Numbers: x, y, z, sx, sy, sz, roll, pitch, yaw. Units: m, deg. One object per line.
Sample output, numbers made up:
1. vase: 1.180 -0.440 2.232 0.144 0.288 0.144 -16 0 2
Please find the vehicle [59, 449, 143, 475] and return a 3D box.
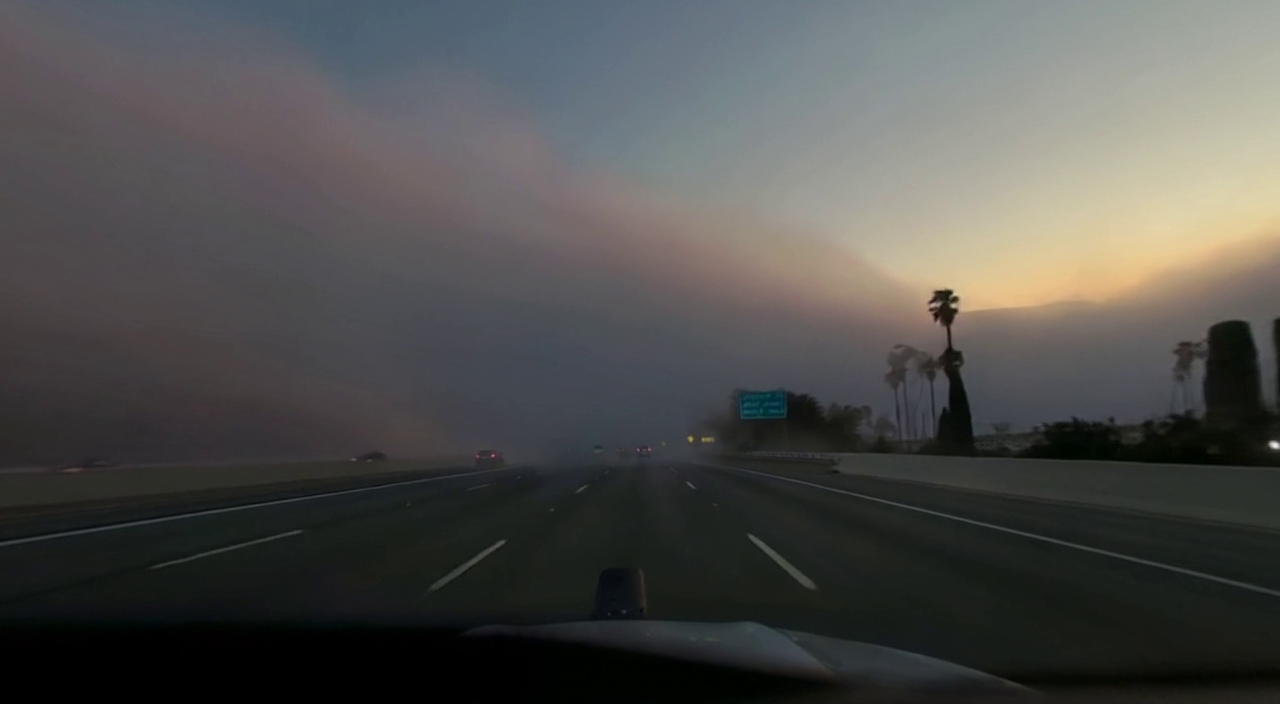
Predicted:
1. vehicle: -34.708 7.059 40.734 1.750 1.449 4.161 1 -8 -1
